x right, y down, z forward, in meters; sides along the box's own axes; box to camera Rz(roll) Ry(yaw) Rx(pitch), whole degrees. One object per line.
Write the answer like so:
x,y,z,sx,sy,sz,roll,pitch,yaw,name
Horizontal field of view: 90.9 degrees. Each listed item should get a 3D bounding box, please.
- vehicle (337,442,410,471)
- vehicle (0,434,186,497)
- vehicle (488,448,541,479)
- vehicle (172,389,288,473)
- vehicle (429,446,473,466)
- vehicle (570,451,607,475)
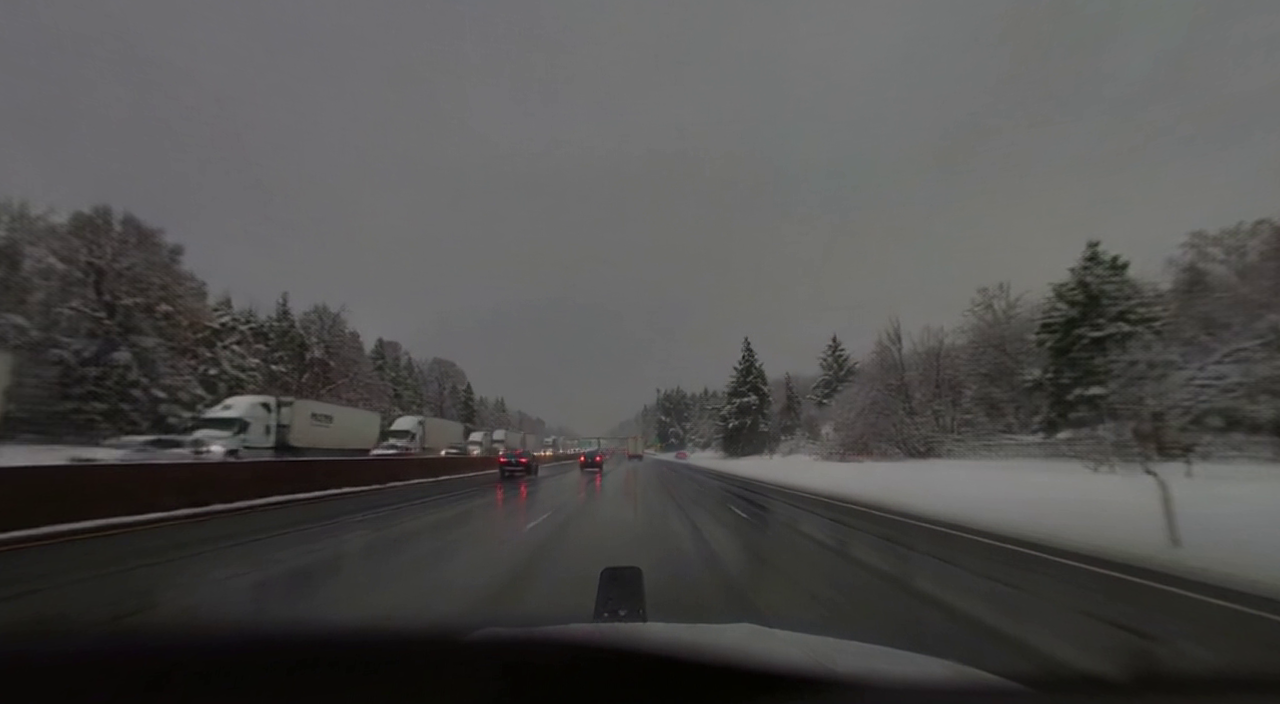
-14.137,5.551,33.713,1.956,1.433,4.339,0,-9,0,vehicle
-14.577,2.943,16.626,1.888,1.426,4.428,0,-9,0,vehicle
-7.321,6.551,37.395,2.122,1.685,4.714,0,-9,1,vehicle
-18.982,3.729,29.426,2.954,3.700,3.302,0,-9,0,vehicle
-14.503,7.976,48.525,2.014,1.444,4.352,0,-9,0,vehicle
-3.370,7.357,41.983,2.076,1.453,4.094,0,-9,1,vehicle
